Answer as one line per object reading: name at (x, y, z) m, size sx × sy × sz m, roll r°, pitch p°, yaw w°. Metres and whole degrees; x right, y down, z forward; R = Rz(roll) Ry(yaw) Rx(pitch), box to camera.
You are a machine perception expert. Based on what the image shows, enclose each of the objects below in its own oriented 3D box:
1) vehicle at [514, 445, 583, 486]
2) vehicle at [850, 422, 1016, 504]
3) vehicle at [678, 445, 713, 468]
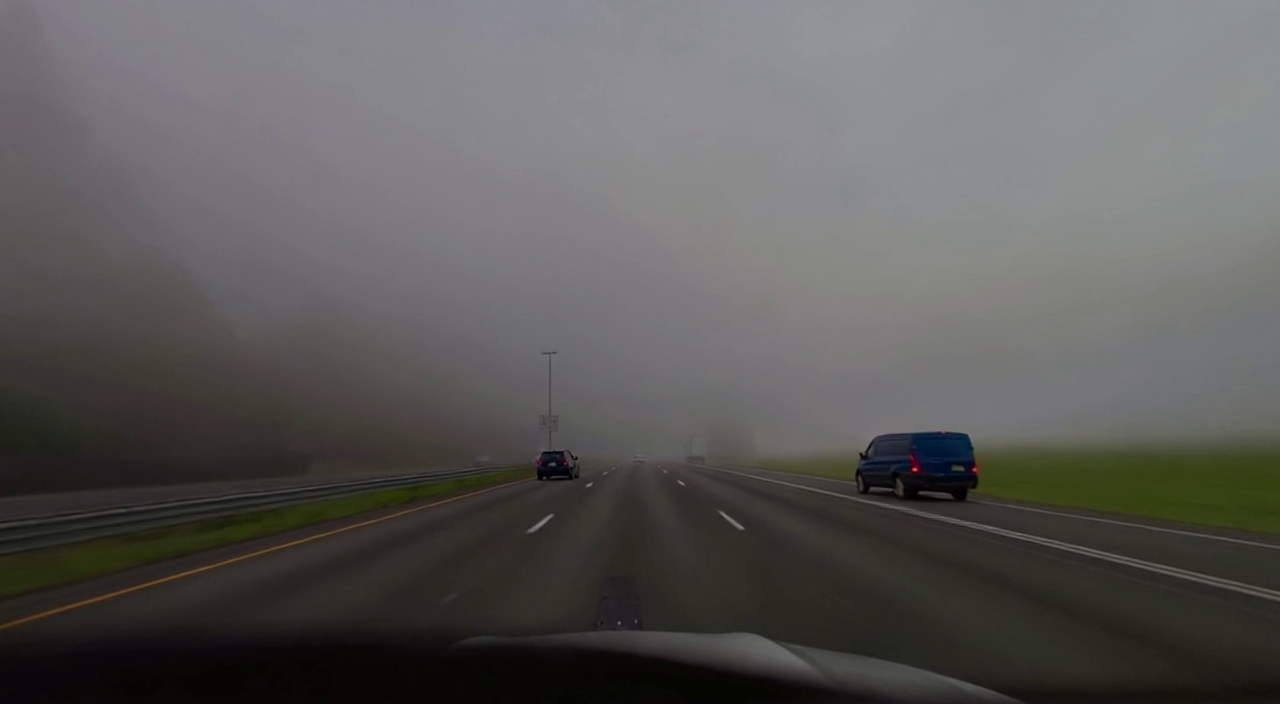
vehicle at (-3.661, 4.629, 26.009) m, size 2.160 × 1.530 × 4.500 m, roll 0°, pitch -9°, yaw 0°
vehicle at (7.874, 3.036, 17.622) m, size 2.133 × 1.933 × 4.986 m, roll 0°, pitch -9°, yaw -1°
vehicle at (4.116, 7.868, 47.444) m, size 2.069 × 1.625 × 4.832 m, roll 0°, pitch -9°, yaw -1°
